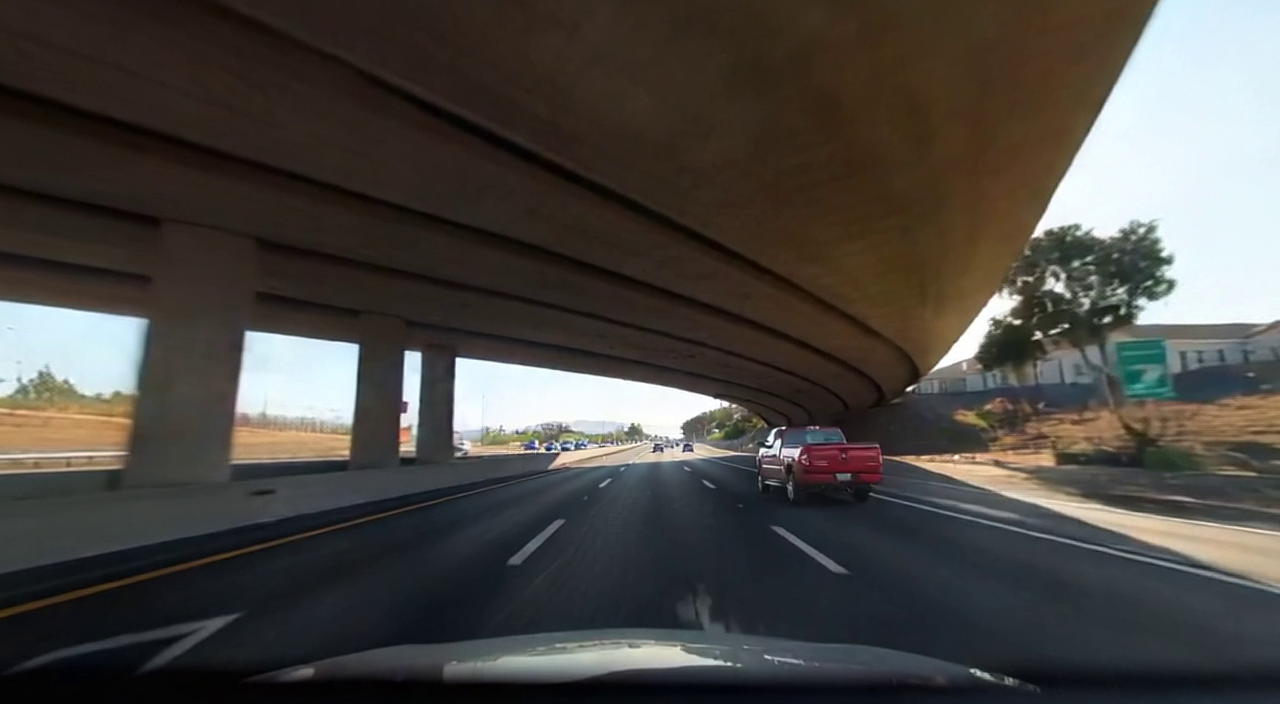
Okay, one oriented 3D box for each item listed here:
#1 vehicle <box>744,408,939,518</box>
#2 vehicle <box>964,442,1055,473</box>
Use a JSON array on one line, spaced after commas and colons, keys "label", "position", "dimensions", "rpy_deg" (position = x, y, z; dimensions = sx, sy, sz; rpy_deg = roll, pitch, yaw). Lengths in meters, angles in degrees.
[{"label": "vehicle", "position": [4.209, 2.460, 14.537], "dimensions": [2.505, 2.020, 5.532], "rpy_deg": [0, -8, -2]}, {"label": "vehicle", "position": [19.916, 5.691, 34.229], "dimensions": [1.911, 1.577, 4.477], "rpy_deg": [1, -9, -5]}]
